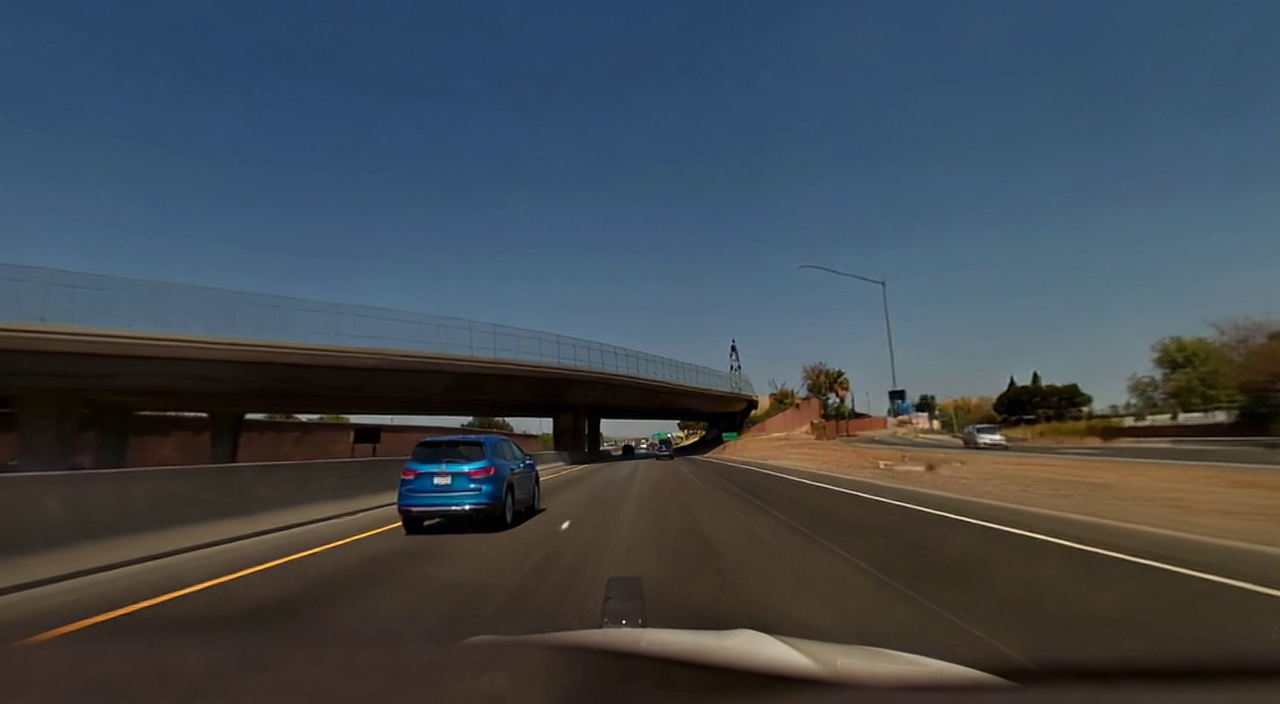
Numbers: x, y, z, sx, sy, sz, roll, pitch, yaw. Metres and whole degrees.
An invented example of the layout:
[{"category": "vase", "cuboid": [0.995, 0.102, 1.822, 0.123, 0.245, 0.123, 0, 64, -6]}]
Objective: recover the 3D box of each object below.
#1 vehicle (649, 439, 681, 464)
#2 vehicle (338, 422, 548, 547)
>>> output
[{"category": "vehicle", "cuboid": [1.685, 6.848, 43.594, 2.073, 1.621, 3.993, -1, -8, 1]}, {"category": "vehicle", "cuboid": [-3.068, 2.172, 11.059, 2.143, 1.693, 4.513, -1, -8, 1]}]
